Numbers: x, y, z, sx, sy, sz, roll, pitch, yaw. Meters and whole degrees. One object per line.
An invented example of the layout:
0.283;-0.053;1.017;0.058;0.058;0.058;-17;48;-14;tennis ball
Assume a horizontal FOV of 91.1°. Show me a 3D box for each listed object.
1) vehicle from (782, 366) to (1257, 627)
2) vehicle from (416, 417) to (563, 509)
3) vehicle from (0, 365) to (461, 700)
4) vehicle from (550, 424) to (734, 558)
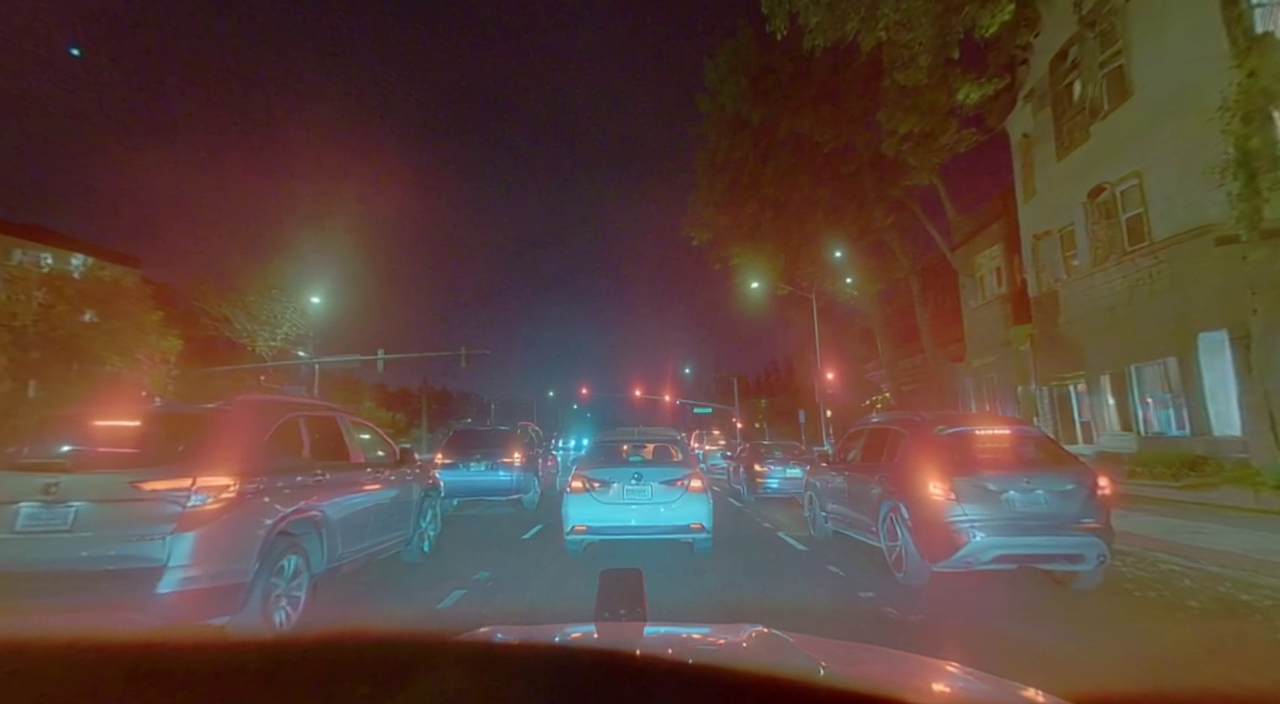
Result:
3.235;1.362;6.874;2.141;1.833;4.704;0;-8;-2;vehicle
-3.213;2.508;14.601;2.117;1.772;4.619;0;-8;2;vehicle
-3.152;1.223;5.409;1.912;1.703;4.261;0;-8;1;vehicle
0.009;1.823;8.906;2.021;1.461;3.862;0;-8;-1;vehicle
